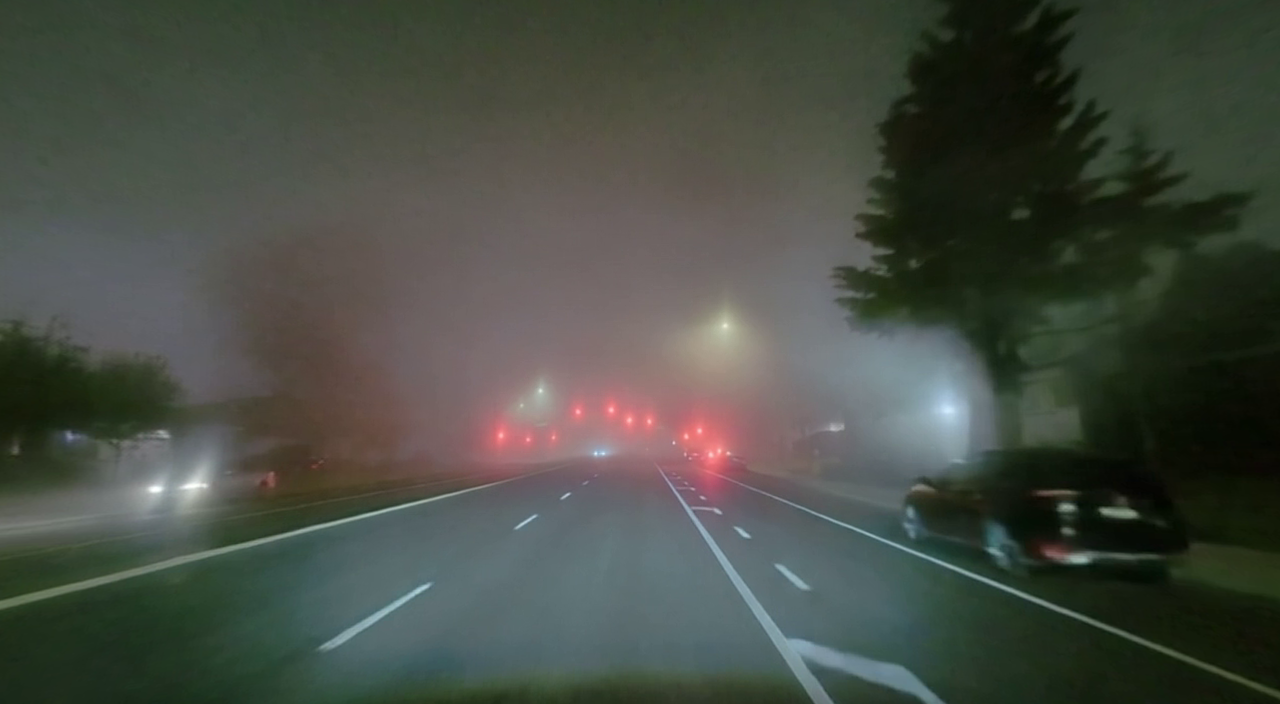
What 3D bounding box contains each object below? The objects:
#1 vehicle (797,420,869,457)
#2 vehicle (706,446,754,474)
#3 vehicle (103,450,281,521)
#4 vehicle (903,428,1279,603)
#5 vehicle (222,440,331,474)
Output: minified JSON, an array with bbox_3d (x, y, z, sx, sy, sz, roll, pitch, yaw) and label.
[{"bbox_3d":[13.640,6.168,44.713,4.284,1.725,1.981,-11,-9,-1],"label":"vehicle"},{"bbox_3d":[4.870,5.895,34.703,1.881,1.435,4.525,0,-9,-1],"label":"vehicle"},{"bbox_3d":[-12.196,3.601,17.600,2.000,1.523,4.226,-1,-7,-2],"label":"vehicle"},{"bbox_3d":[4.845,1.718,7.454,1.803,1.517,3.738,0,-9,-1],"label":"vehicle"},{"bbox_3d":[-20.877,6.030,36.411,4.759,1.824,2.442,0,-8,0],"label":"vehicle"}]
